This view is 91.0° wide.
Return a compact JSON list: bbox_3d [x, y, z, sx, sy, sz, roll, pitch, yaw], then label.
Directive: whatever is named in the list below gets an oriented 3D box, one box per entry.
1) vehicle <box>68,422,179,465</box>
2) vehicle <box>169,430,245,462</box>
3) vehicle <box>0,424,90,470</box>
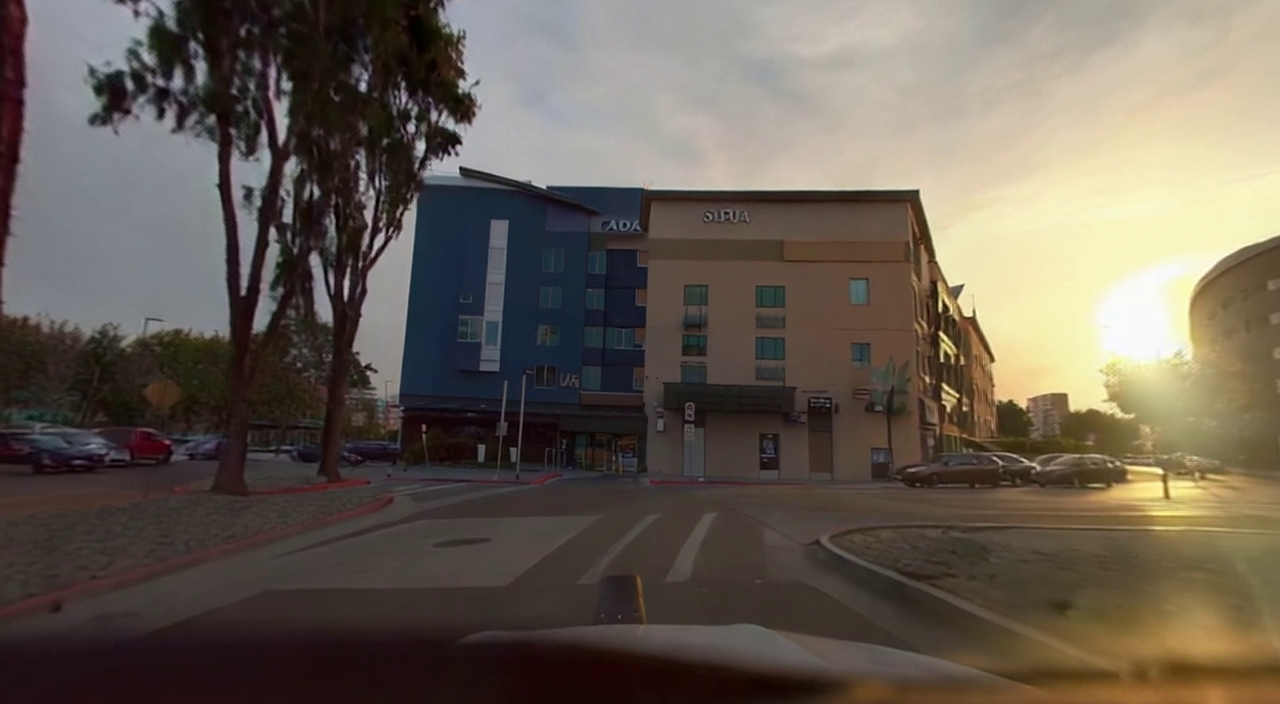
[{"bbox_3d":[-22.514,4.085,27.640,1.675,1.587,3.980,-1,-11,-5],"label":"vehicle"},{"bbox_3d":[-25.822,5.595,37.692,1.870,1.563,4.039,2,-5,-5],"label":"vehicle"},{"bbox_3d":[-22.291,3.384,22.460,1.838,1.518,4.074,0,-8,-5],"label":"vehicle"}]
